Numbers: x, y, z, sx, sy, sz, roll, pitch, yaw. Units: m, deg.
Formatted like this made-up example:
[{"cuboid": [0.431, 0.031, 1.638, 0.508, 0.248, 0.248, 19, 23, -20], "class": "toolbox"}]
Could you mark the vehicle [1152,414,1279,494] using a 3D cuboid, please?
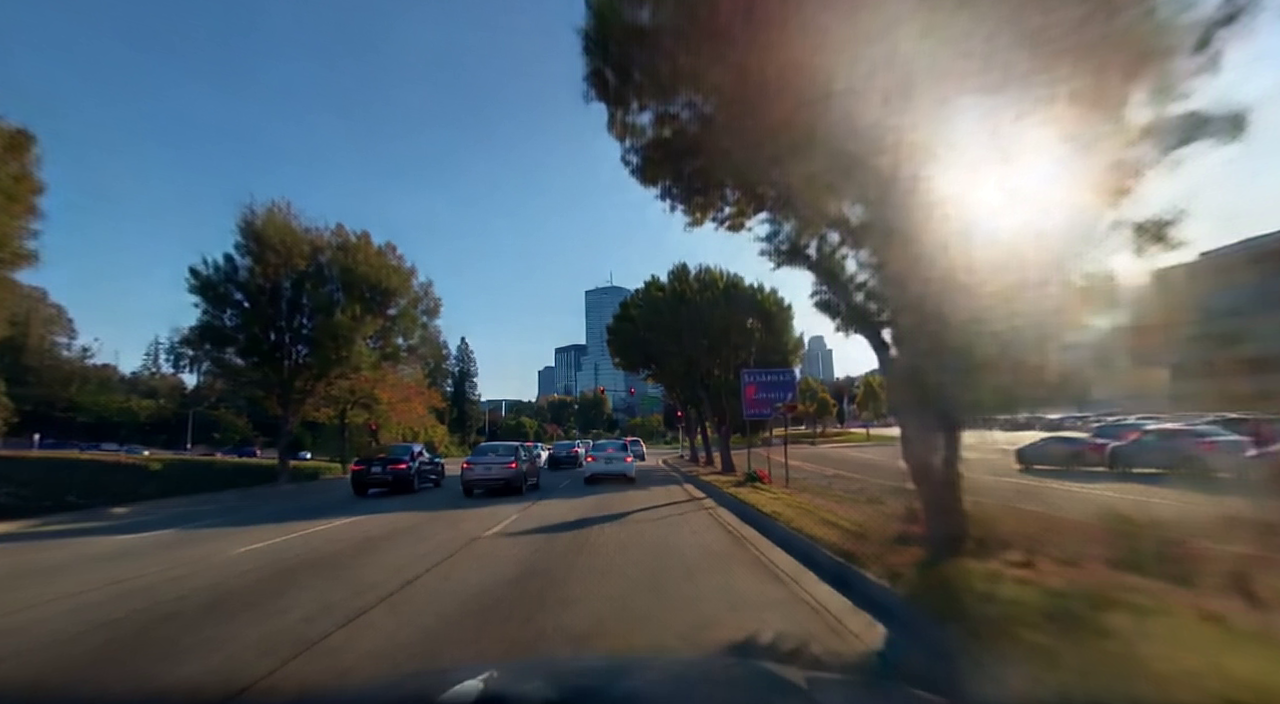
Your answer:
[{"cuboid": [15.061, 2.409, 15.170, 4.961, 1.657, 2.071, 3, -9, -23], "class": "vehicle"}]

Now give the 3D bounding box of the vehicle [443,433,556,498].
[{"cuboid": [-3.551, 2.962, 16.908, 1.920, 1.480, 4.549, 0, -8, 1], "class": "vehicle"}]

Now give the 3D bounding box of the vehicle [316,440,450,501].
[{"cuboid": [-7.012, 3.252, 17.811, 1.852, 1.458, 4.422, 0, -8, 1], "class": "vehicle"}]

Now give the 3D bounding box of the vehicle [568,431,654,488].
[{"cuboid": [-0.778, 3.136, 18.762, 2.231, 1.481, 4.489, 0, -8, 0], "class": "vehicle"}]
